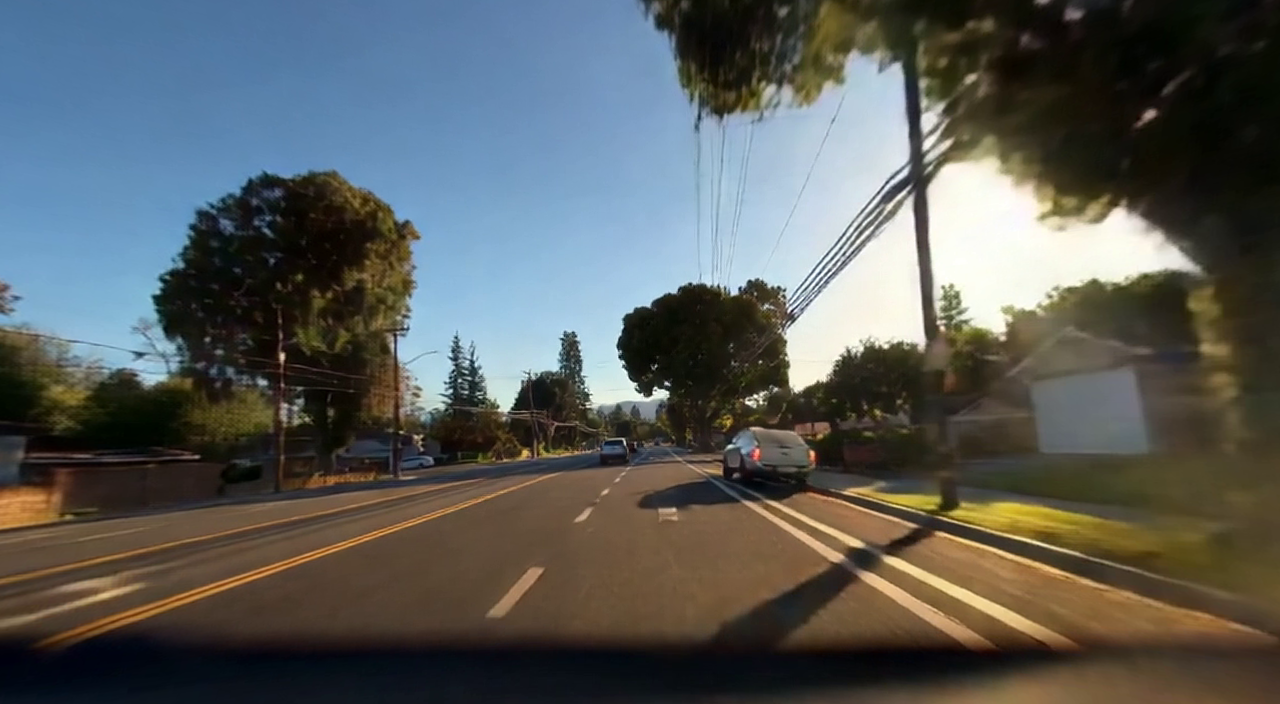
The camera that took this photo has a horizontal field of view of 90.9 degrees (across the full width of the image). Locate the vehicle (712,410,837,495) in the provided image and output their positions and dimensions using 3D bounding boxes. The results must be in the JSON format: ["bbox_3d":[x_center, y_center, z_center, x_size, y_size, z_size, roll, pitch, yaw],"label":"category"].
[{"bbox_3d":[3.917,3.113,19.788,2.622,2.137,6.267,2,-9,1],"label":"vehicle"}]

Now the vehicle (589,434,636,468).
[{"bbox_3d":[-1.554,5.871,37.593,2.327,1.861,4.941,-1,-9,2],"label":"vehicle"}]
